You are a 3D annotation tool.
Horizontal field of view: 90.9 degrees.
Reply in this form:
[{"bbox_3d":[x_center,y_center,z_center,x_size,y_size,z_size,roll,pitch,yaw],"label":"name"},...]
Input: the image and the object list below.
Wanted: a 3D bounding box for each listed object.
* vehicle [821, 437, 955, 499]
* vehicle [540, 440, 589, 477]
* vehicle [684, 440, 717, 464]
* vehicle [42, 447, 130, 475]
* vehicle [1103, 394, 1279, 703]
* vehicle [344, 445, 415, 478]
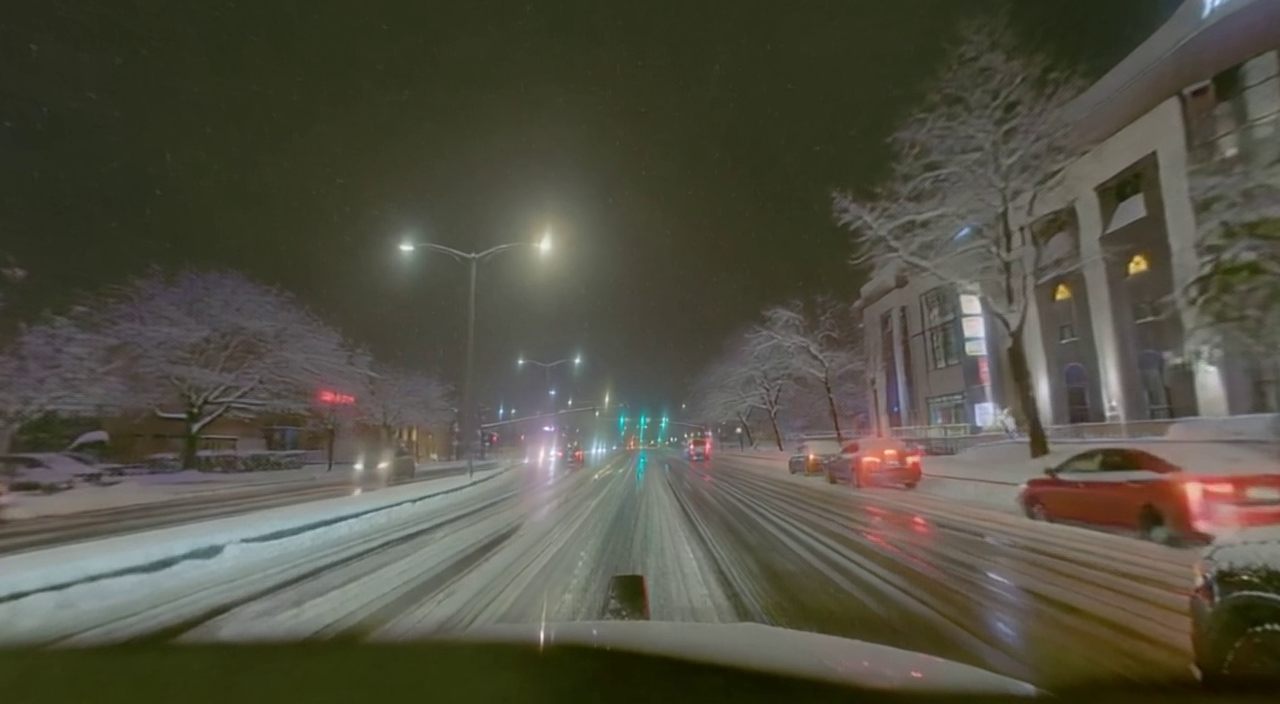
[{"bbox_3d":[7.213,3.396,18.947,1.918,1.598,4.536,0,-9,-4],"label":"vehicle"},{"bbox_3d":[-3.433,4.903,29.280,1.917,1.511,4.436,0,-8,-3],"label":"vehicle"},{"bbox_3d":[4.564,7.537,47.748,2.007,1.683,4.171,0,-8,-1],"label":"vehicle"},{"bbox_3d":[-34.780,6.822,39.715,1.810,1.606,3.988,-1,-8,1],"label":"vehicle"},{"bbox_3d":[3.448,0.698,1.009,1.981,1.499,4.536,-1,-9,1],"label":"vehicle"},{"bbox_3d":[-14.347,6.040,34.997,1.905,1.687,4.436,-1,-8,1],"label":"vehicle"}]
